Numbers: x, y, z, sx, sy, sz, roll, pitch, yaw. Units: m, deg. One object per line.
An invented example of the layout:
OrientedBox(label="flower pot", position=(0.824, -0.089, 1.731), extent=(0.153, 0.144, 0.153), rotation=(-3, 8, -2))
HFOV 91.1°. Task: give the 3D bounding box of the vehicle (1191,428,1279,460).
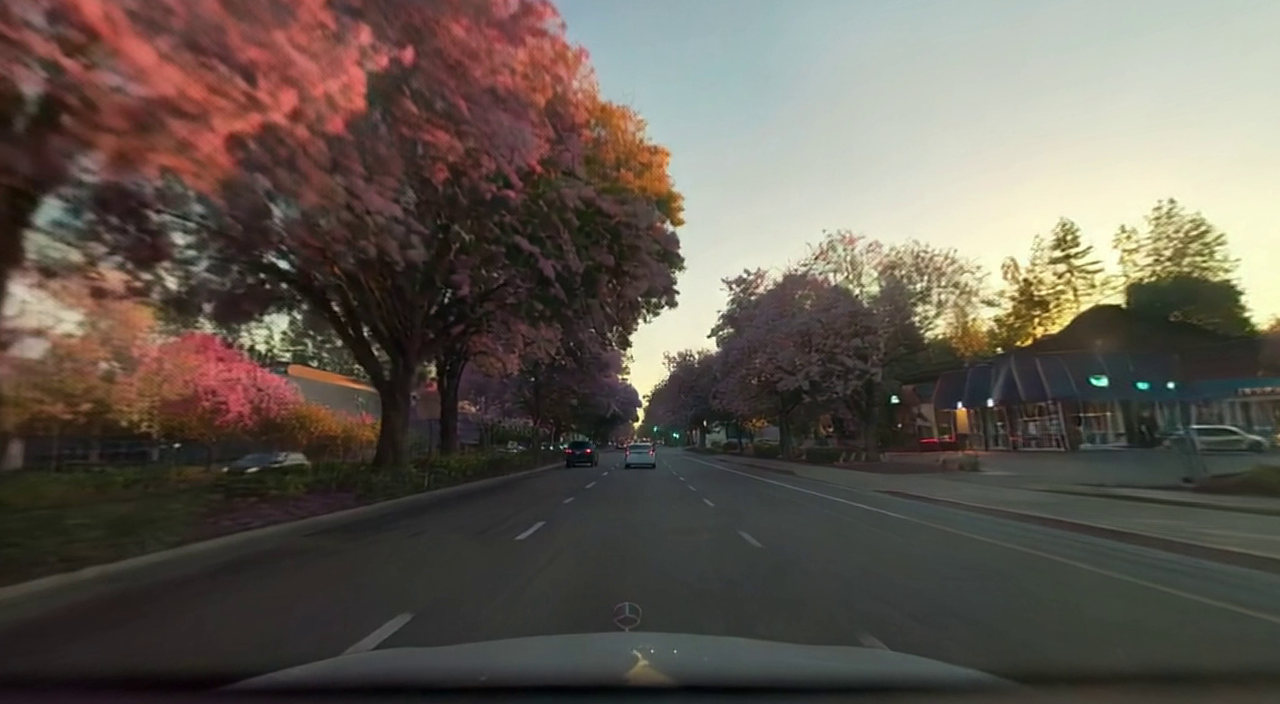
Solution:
OrientedBox(label="vehicle", position=(29.716, 4.423, 30.367), extent=(1.832, 1.421, 4.597), rotation=(-1, -8, -2))

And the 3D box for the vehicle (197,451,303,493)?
OrientedBox(label="vehicle", position=(-18.225, 5.587, 29.664), extent=(2.030, 1.750, 4.597), rotation=(0, -8, 0))

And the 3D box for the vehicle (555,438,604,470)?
OrientedBox(label="vehicle", position=(-3.627, 6.224, 38.514), extent=(2.453, 1.844, 4.751), rotation=(0, -8, 1))

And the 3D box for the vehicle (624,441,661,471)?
OrientedBox(label="vehicle", position=(0.125, 6.290, 38.250), extent=(2.149, 1.701, 4.379), rotation=(0, -8, -1))
